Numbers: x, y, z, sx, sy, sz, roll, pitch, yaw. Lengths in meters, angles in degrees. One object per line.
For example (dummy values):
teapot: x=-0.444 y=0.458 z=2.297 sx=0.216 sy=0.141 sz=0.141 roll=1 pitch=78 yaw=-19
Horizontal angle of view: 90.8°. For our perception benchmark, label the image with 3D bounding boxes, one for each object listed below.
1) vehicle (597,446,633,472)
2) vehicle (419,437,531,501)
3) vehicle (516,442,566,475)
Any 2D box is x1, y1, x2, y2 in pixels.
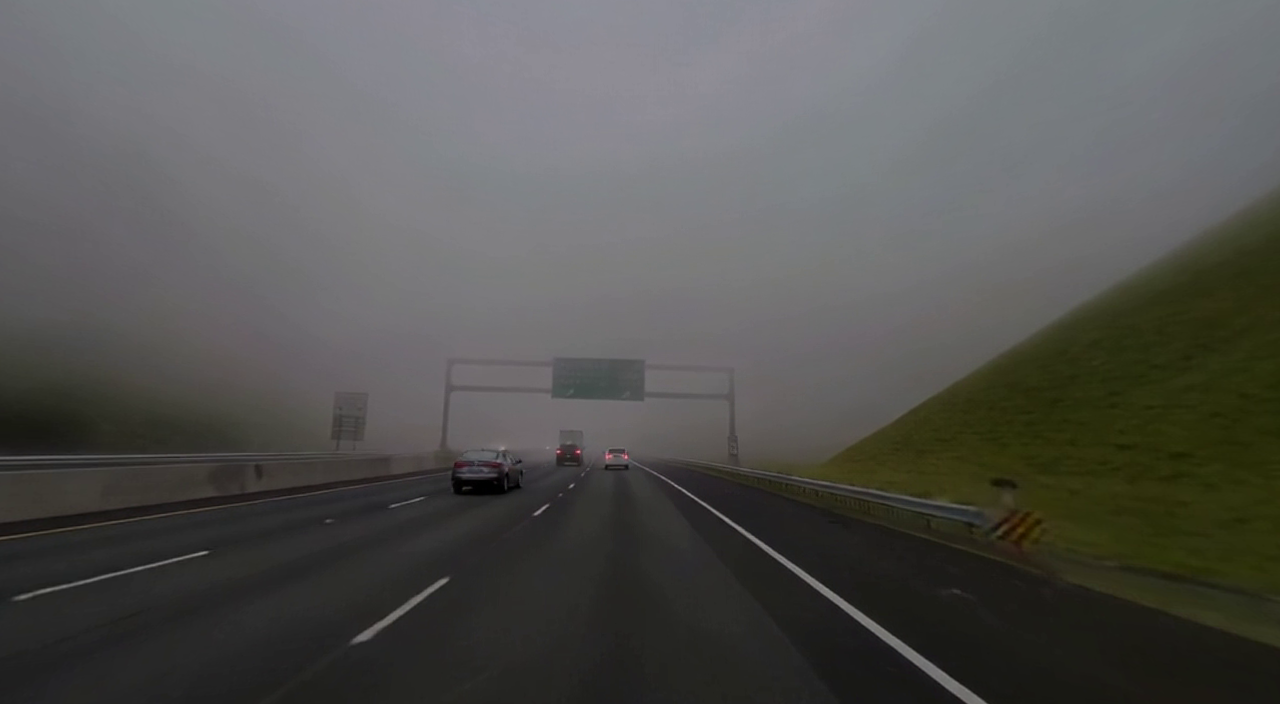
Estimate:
vehicle: x=-1.547 y=6.297 z=37.375 sx=1.988 sy=1.440 sz=4.201 roll=0 pitch=-9 yaw=-4
vehicle: x=-4.679 y=3.386 z=18.643 sx=2.208 sy=1.619 sz=4.162 roll=0 pitch=-9 yaw=0
vehicle: x=-5.270 y=5.731 z=34.039 sx=2.118 sy=1.624 sz=4.032 roll=0 pitch=-9 yaw=-2
